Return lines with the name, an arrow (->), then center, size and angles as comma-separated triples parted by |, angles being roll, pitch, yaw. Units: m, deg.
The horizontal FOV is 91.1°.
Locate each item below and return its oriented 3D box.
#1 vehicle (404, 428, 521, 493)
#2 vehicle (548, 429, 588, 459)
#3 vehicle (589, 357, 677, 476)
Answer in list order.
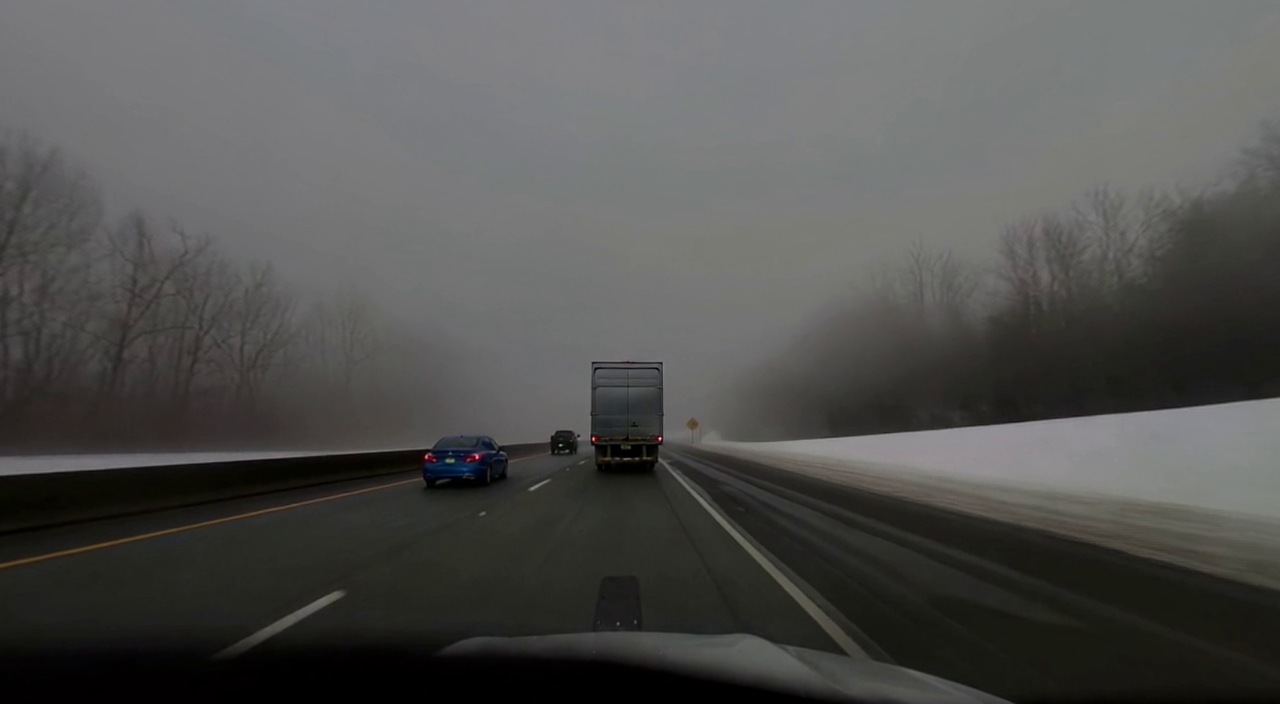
vehicle -> -4.661, 2.885, 17.239 | 1.931, 1.539, 4.441 | 0, -8, 0
vehicle -> -4.569, 5.893, 40.514 | 2.019, 1.834, 4.644 | 0, -8, 0
vehicle -> -0.323, 2.836, 26.351 | 2.953, 4.041, 10.072 | 0, -8, -1
